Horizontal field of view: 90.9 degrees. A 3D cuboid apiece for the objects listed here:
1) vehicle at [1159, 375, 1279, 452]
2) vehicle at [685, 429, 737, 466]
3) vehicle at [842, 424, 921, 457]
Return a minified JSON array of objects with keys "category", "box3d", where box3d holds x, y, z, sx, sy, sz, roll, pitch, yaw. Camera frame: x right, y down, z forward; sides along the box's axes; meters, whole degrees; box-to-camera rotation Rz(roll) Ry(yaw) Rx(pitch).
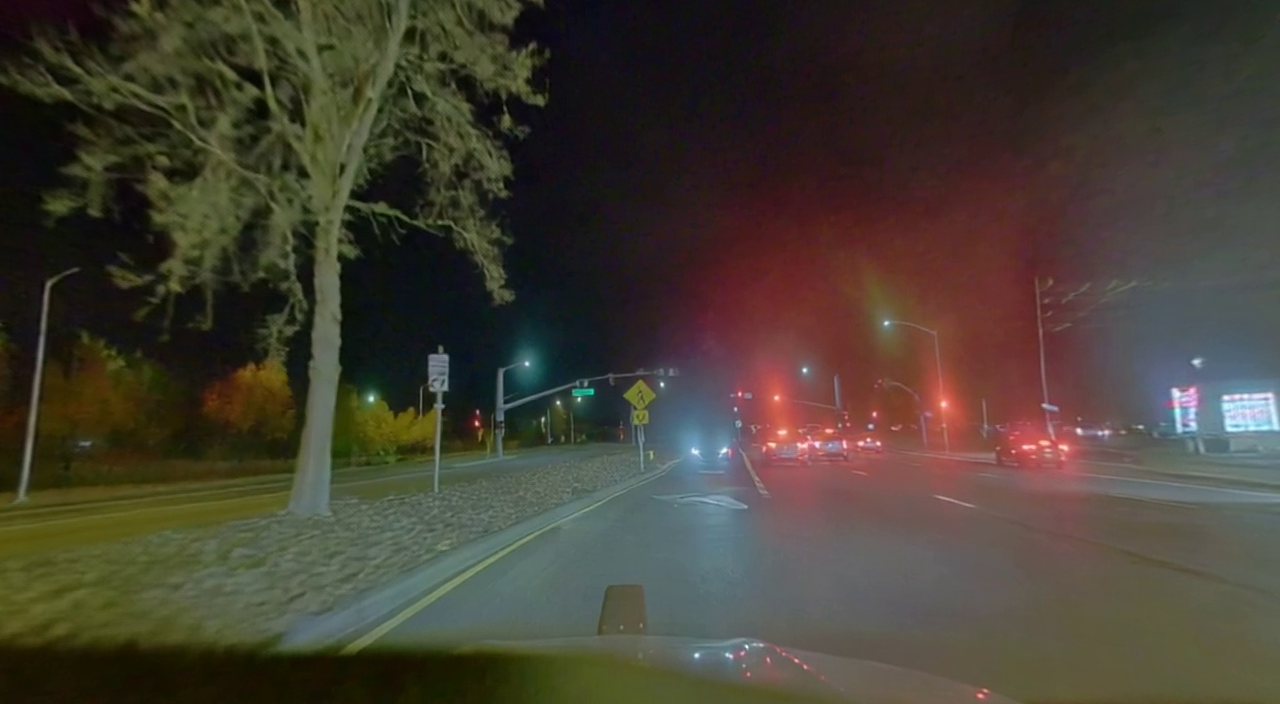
[{"category":"vehicle","box3d":[31.103,3.317,32.369,7.827,3.570,3.121,4,-9,-20]},{"category":"vehicle","box3d":[3.084,4.084,27.004,2.032,1.461,4.173,-1,-9,8]},{"category":"vehicle","box3d":[13.251,4.927,34.905,1.991,1.695,4.357,2,-9,-12]}]
